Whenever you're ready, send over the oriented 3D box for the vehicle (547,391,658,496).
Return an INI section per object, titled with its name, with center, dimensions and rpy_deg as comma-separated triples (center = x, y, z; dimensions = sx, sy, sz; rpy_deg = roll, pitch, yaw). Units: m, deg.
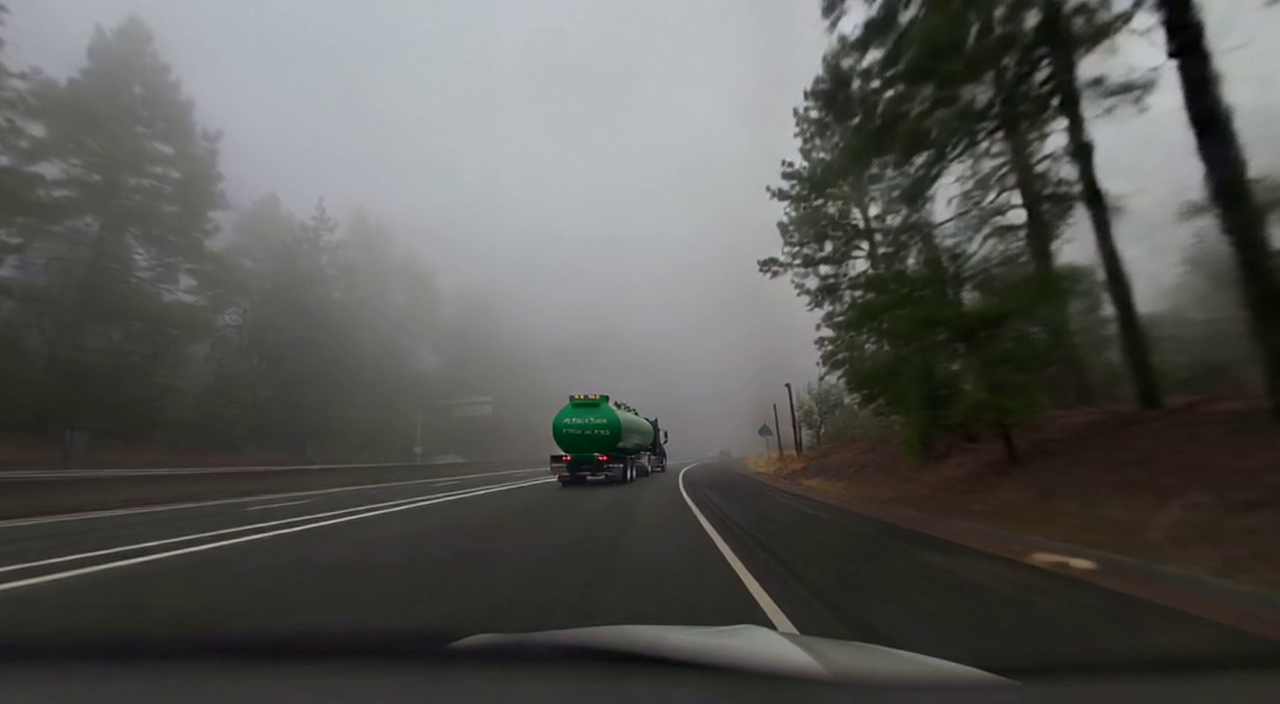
[vehicle]
center = -1.196, 4.289, 29.554
dimensions = 2.907, 3.747, 13.318
rpy_deg = -1, -8, 6
